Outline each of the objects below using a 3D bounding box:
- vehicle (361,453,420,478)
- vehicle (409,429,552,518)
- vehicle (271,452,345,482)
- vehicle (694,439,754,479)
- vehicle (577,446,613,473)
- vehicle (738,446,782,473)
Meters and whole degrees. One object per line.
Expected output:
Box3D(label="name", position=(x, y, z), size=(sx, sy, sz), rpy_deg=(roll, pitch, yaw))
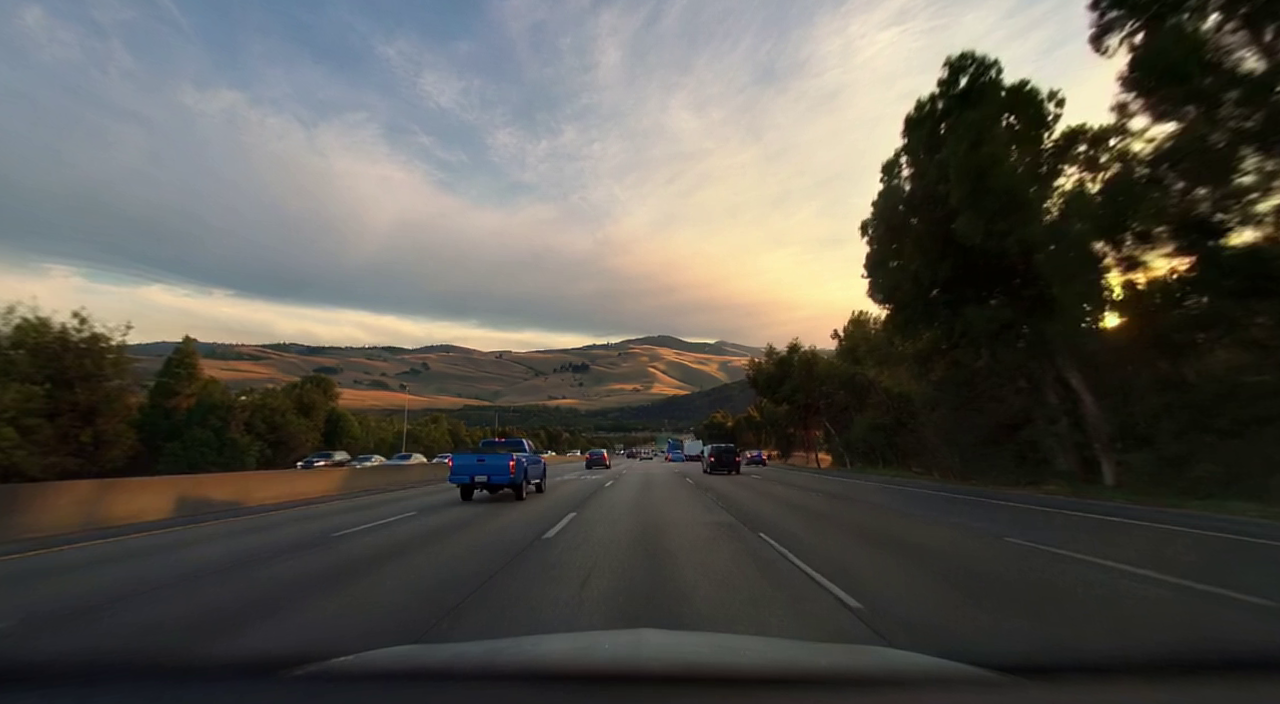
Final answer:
Box3D(label="vehicle", position=(-16.445, 7.465, 41.791), size=(1.895, 1.478, 4.758), rpy_deg=(-1, -8, 1))
Box3D(label="vehicle", position=(-3.763, 2.964, 16.087), size=(2.227, 1.853, 5.161), rpy_deg=(-1, -8, 1))
Box3D(label="vehicle", position=(-20.520, 7.092, 39.219), size=(1.958, 1.686, 4.658), rpy_deg=(-1, -8, 1))
Box3D(label="vehicle", position=(4.379, 5.687, 33.978), size=(2.424, 1.952, 5.611), rpy_deg=(0, -8, 0))
Box3D(label="vehicle", position=(-3.211, 7.808, 46.070), size=(2.235, 1.785, 4.386), rpy_deg=(-1, -8, 2))
Box3D(label="vehicle", position=(8.046, 7.229, 42.727), size=(2.104, 1.724, 4.701), rpy_deg=(0, -8, 0))
